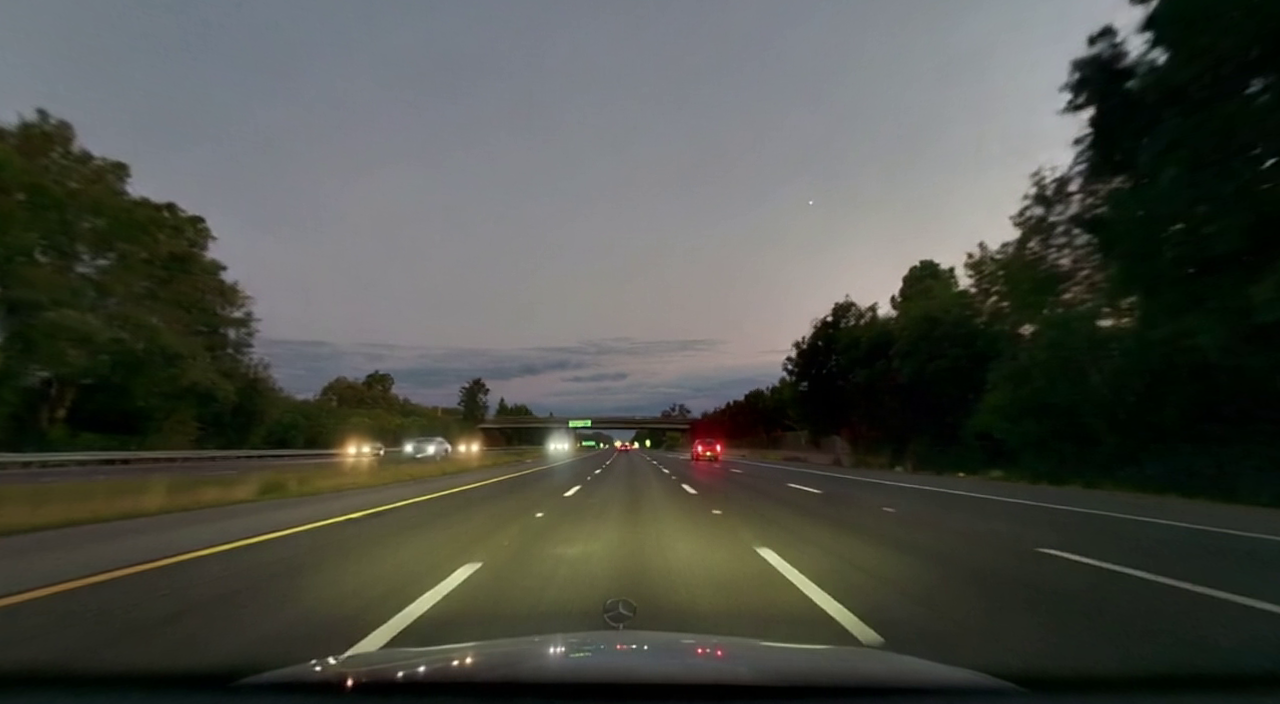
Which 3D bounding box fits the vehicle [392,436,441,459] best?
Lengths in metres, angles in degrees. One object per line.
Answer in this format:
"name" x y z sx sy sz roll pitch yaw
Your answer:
"vehicle" -16.138 6.916 45.797 1.945 1.614 4.597 0 -8 -1
